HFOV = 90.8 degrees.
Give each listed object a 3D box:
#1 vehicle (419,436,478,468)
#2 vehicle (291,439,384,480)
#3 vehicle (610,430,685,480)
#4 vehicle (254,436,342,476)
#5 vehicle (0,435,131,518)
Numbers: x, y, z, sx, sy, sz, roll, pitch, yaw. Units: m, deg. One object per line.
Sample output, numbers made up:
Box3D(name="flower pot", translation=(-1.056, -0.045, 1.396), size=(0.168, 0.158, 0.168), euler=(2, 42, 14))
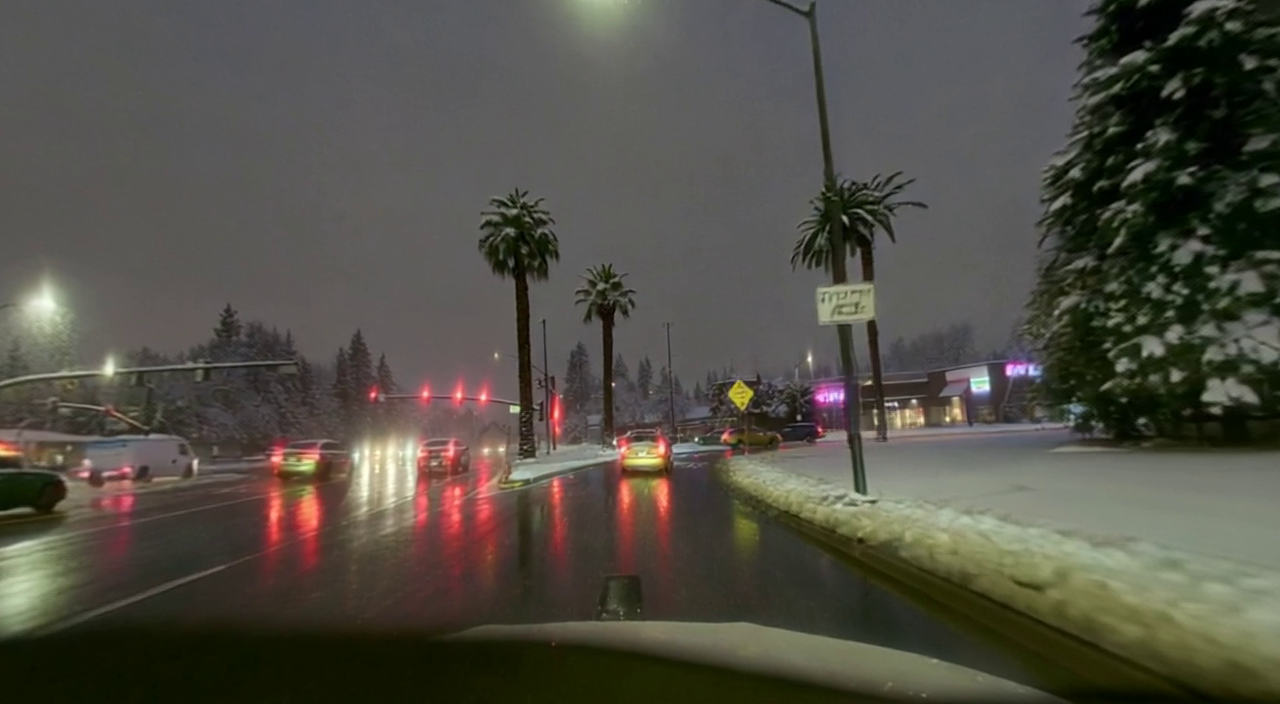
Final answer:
Box3D(name="vehicle", translation=(-9.546, 5.005, 31.819), size=(1.912, 1.487, 4.471), euler=(1, -8, -5))
Box3D(name="vehicle", translation=(-11.993, 4.254, 25.409), size=(1.905, 1.482, 4.463), euler=(1, -8, -6))
Box3D(name="vehicle", translation=(0.376, 3.497, 21.670), size=(2.070, 1.493, 4.570), euler=(-1, -8, 7))
Box3D(name="vehicle", translation=(-15.888, 4.829, 29.618), size=(2.020, 1.709, 4.343), euler=(1, -8, -6))
Box3D(name="vehicle", translation=(-14.235, 2.715, 14.038), size=(2.108, 1.669, 5.076), euler=(1, -8, -7))
